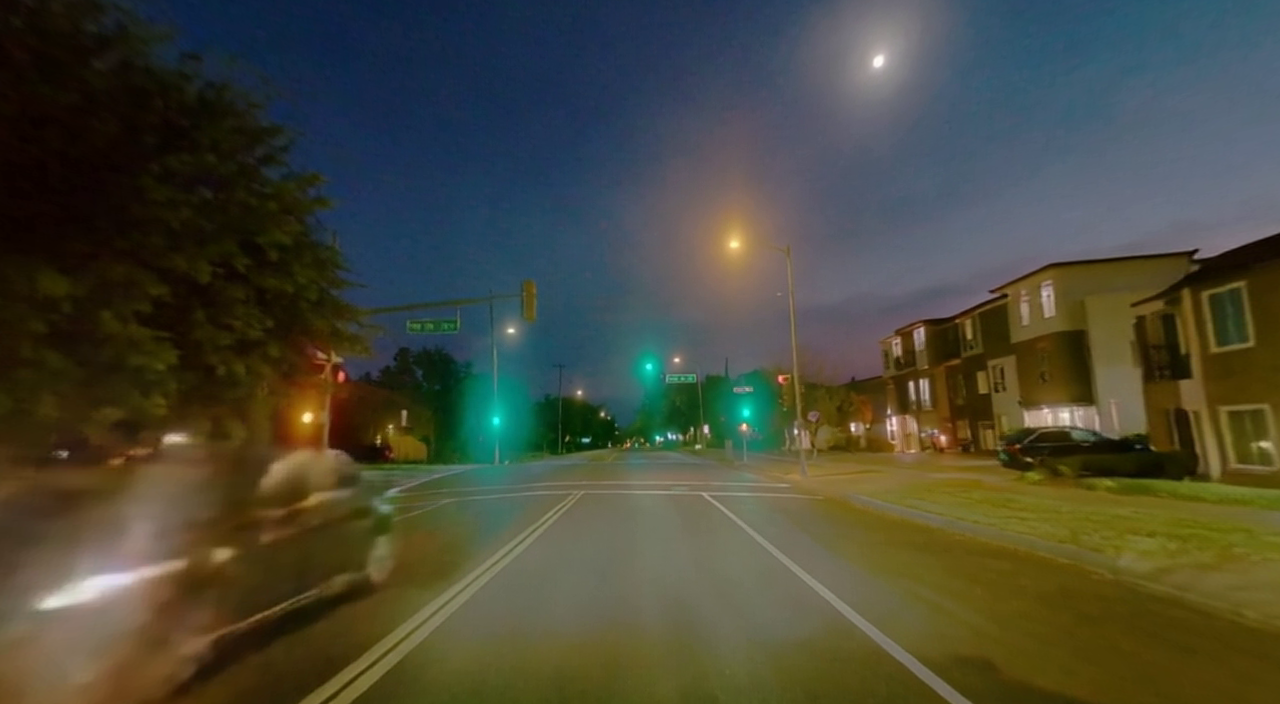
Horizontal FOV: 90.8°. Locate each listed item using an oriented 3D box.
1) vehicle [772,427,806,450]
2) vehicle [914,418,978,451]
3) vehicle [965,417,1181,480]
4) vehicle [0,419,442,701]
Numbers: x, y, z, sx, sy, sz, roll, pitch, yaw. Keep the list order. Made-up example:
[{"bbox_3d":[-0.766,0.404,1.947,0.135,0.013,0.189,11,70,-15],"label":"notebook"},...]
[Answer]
[{"bbox_3d":[11.523,6.737,49.109,1.950,1.714,4.245,-1,-9,5],"label":"vehicle"},{"bbox_3d":[17.142,4.667,35.609,2.013,1.722,4.007,-2,-8,8],"label":"vehicle"},{"bbox_3d":[12.772,2.864,18.856,4.908,1.521,2.108,-2,-8,-4],"label":"vehicle"},{"bbox_3d":[-3.518,1.463,5.674,2.015,1.508,4.353,0,-9,1],"label":"vehicle"}]
